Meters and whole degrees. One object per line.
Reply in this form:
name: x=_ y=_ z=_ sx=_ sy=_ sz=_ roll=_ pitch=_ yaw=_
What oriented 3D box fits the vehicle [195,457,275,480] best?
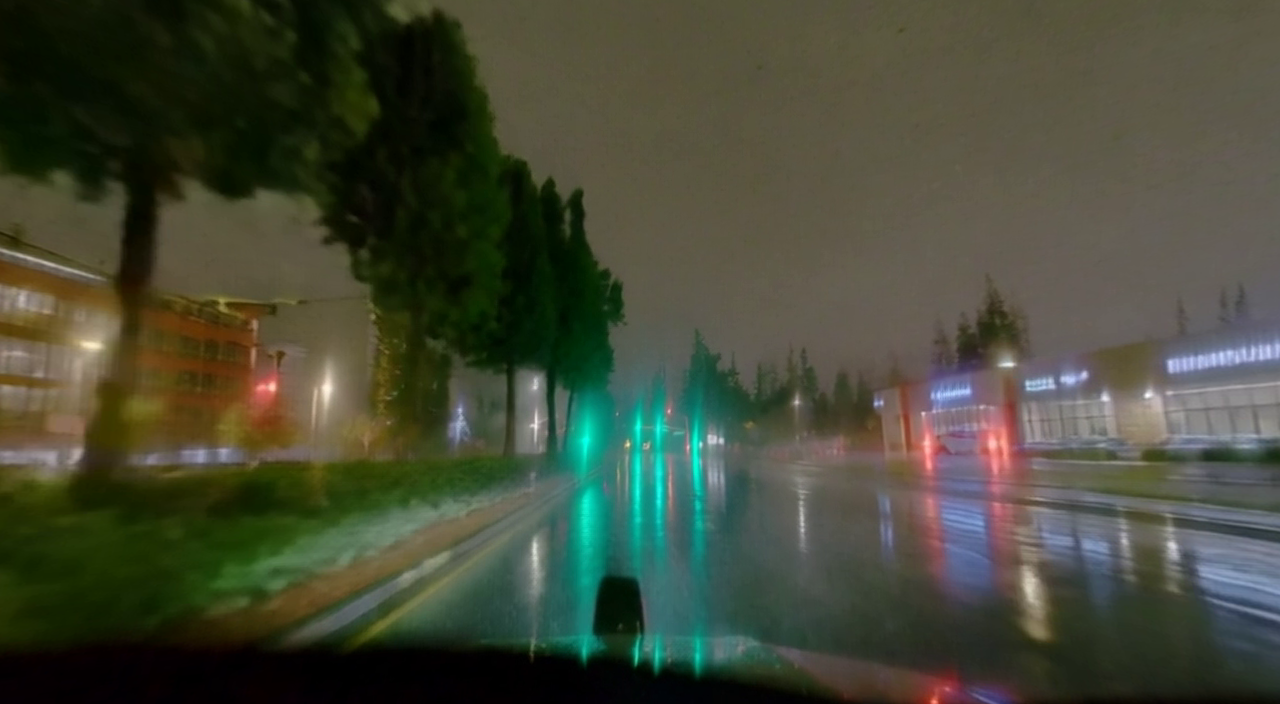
vehicle: x=-29.578 y=8.489 z=46.028 sx=4.350 sy=1.512 sz=2.145 roll=0 pitch=-8 yaw=-2

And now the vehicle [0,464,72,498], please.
vehicle: x=-29.724 y=6.103 z=29.888 sx=3.506 sy=1.452 sz=2.035 roll=0 pitch=-9 yaw=1

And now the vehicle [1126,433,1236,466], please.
vehicle: x=31.850 y=5.749 z=37.138 sx=4.525 sy=1.834 sz=2.118 roll=0 pitch=-8 yaw=-3

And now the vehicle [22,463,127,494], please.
vehicle: x=-29.456 y=6.579 z=32.868 sx=3.418 sy=1.373 sz=2.115 roll=-1 pitch=-8 yaw=0

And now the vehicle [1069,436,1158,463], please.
vehicle: x=31.988 y=6.567 z=42.580 sx=4.301 sy=1.760 sz=2.057 roll=0 pitch=-8 yaw=-1

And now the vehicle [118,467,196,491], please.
vehicle: x=-29.325 y=7.714 z=38.293 sx=3.322 sy=1.358 sz=1.617 roll=0 pitch=-9 yaw=-2

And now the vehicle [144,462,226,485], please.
vehicle: x=-29.400 y=7.853 z=40.742 sx=3.739 sy=1.432 sz=1.902 roll=0 pitch=-9 yaw=-1

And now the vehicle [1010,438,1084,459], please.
vehicle: x=31.103 y=7.389 z=48.186 sx=4.211 sy=1.574 sz=1.973 roll=-1 pitch=-8 yaw=5
